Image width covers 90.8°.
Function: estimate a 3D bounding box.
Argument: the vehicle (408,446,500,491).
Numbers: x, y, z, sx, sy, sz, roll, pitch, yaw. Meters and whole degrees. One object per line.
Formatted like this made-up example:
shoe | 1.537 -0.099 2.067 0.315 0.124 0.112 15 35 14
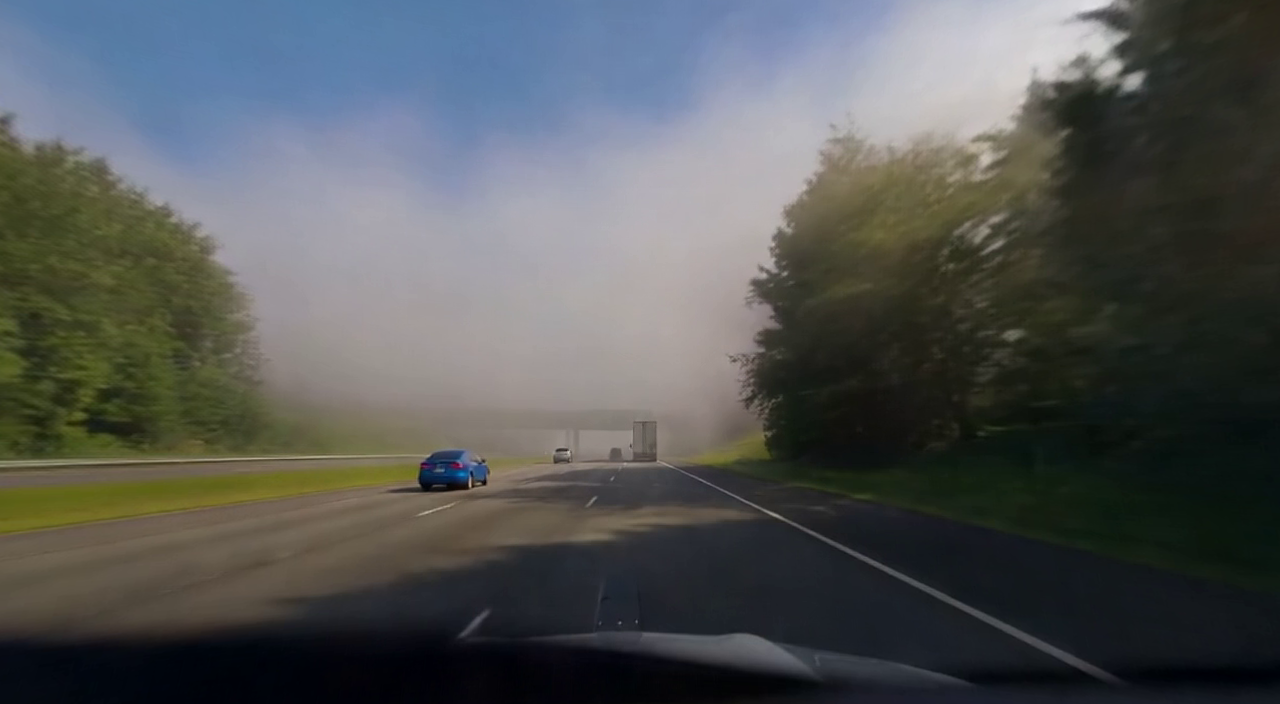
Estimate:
vehicle | -6.790 4.268 23.571 2.038 1.489 4.603 0 -9 0
